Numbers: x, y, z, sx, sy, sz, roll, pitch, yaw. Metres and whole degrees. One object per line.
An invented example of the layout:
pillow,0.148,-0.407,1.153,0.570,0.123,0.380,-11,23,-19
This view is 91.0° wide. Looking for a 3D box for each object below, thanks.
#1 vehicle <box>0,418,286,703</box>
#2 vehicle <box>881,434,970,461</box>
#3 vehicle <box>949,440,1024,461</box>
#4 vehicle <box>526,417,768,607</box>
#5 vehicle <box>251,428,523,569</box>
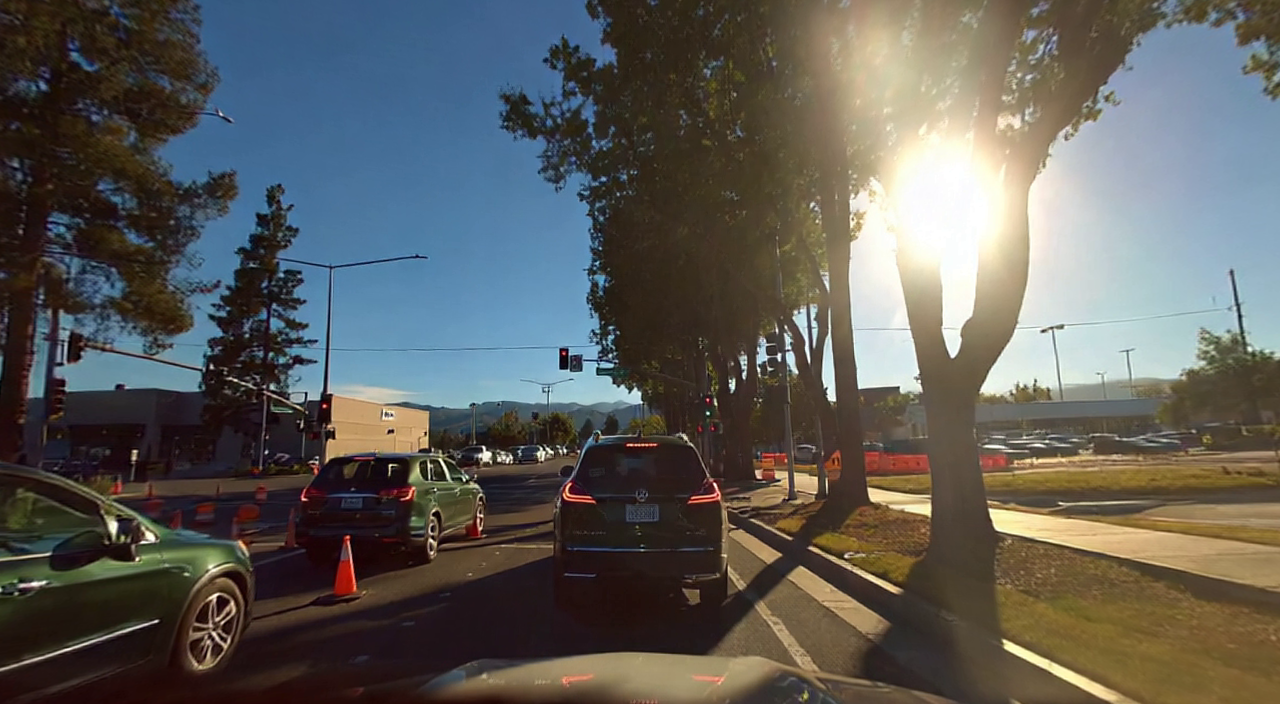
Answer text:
vehicle,-3.597,0.952,2.143,1.964,1.497,4.722,0,-9,1
vehicle,18.423,6.214,40.832,4.805,1.688,1.923,-1,-9,4
vehicle,25.965,7.391,47.272,4.581,1.480,1.752,0,-9,0
vehicle,0.098,1.625,7.209,2.021,1.560,3.676,0,-9,1
vehicle,-3.286,1.999,9.448,1.989,1.541,4.626,0,-9,2
